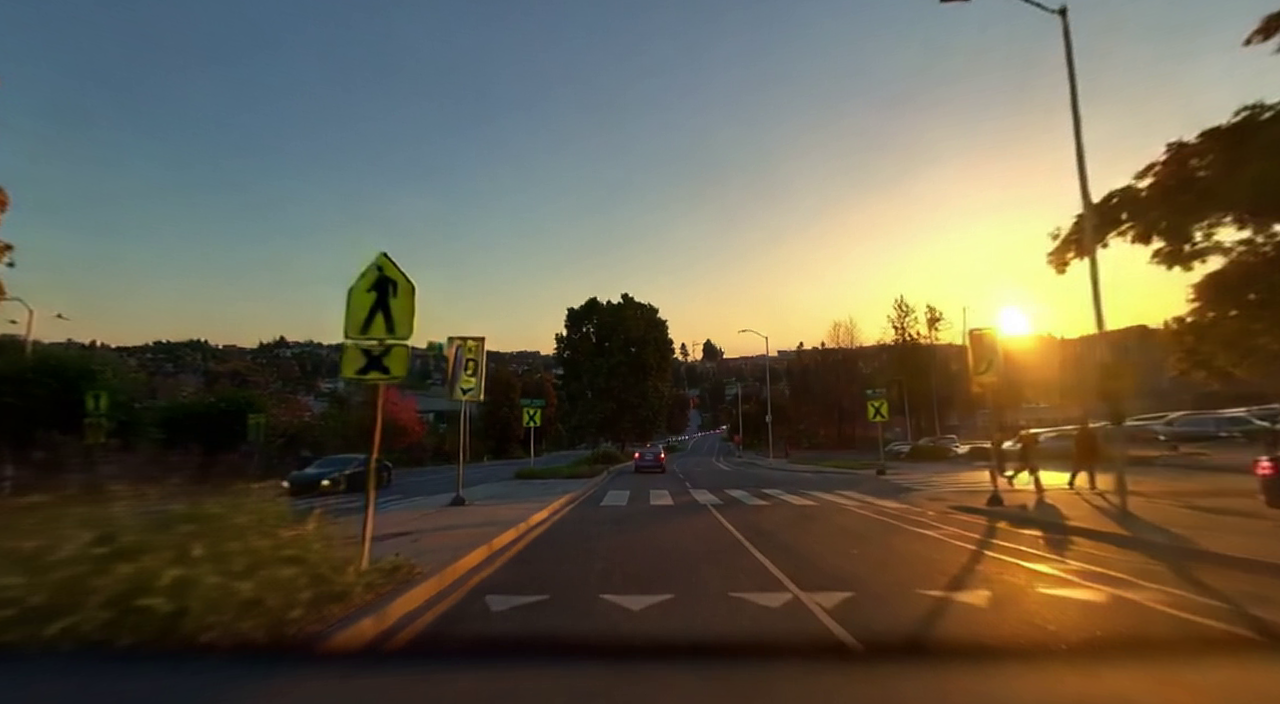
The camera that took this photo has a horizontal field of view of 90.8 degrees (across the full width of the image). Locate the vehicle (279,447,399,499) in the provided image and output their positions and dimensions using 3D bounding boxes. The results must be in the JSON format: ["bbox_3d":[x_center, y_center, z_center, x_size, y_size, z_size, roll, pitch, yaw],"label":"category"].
[{"bbox_3d":[-10.371,4.180,22.196,2.197,1.606,4.034,0,-8,0],"label":"vehicle"}]

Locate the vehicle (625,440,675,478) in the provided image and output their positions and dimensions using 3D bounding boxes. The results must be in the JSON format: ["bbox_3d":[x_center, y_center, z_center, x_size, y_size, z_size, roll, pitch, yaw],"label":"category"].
[{"bbox_3d":[0.493,4.955,29.484,2.158,1.600,3.865,-1,-8,2],"label":"vehicle"}]

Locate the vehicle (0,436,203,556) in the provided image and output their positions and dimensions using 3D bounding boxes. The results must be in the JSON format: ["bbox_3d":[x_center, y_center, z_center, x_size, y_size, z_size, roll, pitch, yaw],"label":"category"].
[{"bbox_3d":[-10.565,2.377,10.899,2.162,1.767,5.368,-1,-8,1],"label":"vehicle"}]
